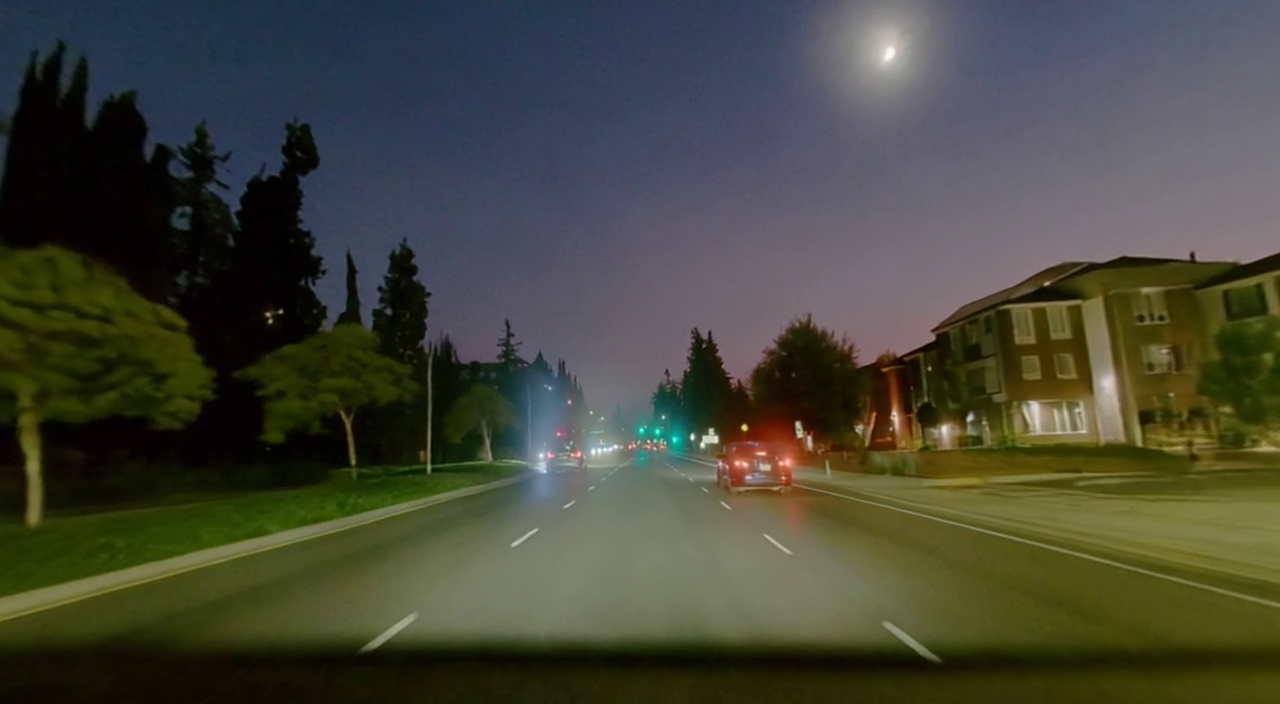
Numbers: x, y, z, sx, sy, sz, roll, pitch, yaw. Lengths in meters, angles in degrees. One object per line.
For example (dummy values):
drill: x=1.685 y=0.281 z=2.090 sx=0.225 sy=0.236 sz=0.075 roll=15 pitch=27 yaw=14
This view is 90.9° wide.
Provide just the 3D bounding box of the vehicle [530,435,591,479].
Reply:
vehicle: x=-3.563 y=4.812 z=29.093 sx=2.216 sy=1.828 sz=4.886 roll=0 pitch=-8 yaw=-1

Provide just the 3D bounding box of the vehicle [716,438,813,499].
vehicle: x=3.449 y=3.309 z=18.325 sx=1.945 sy=1.530 sz=4.320 roll=0 pitch=-8 yaw=0
